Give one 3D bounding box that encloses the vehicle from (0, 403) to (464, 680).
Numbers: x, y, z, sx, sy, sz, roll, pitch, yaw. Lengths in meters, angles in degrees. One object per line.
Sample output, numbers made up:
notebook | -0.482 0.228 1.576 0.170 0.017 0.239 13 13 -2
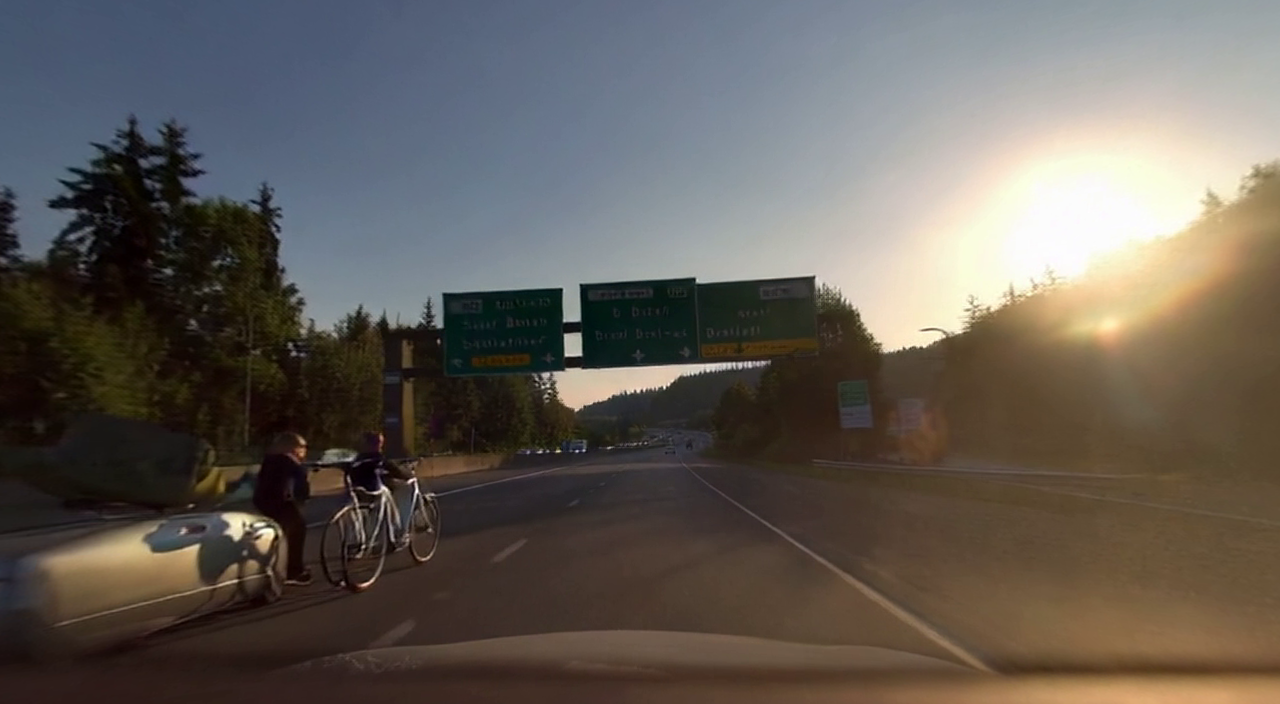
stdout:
vehicle | -3.312 1.411 5.816 2.108 1.557 4.344 0 -9 0
